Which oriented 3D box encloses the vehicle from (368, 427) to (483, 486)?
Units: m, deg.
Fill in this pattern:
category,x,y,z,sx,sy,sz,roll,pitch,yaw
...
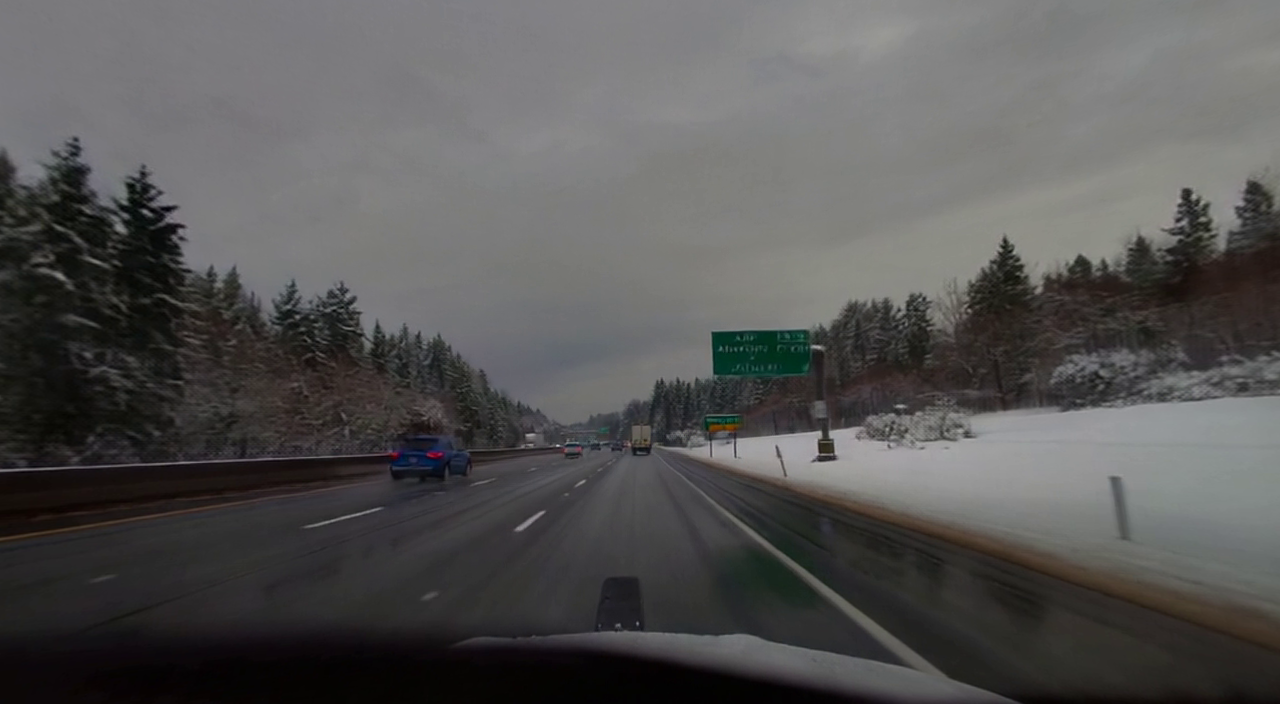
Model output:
category,x,y,z,sx,sy,sz,roll,pitch,yaw
vehicle,-7.214,3.577,21.819,2.253,1.815,4.618,0,-9,1
